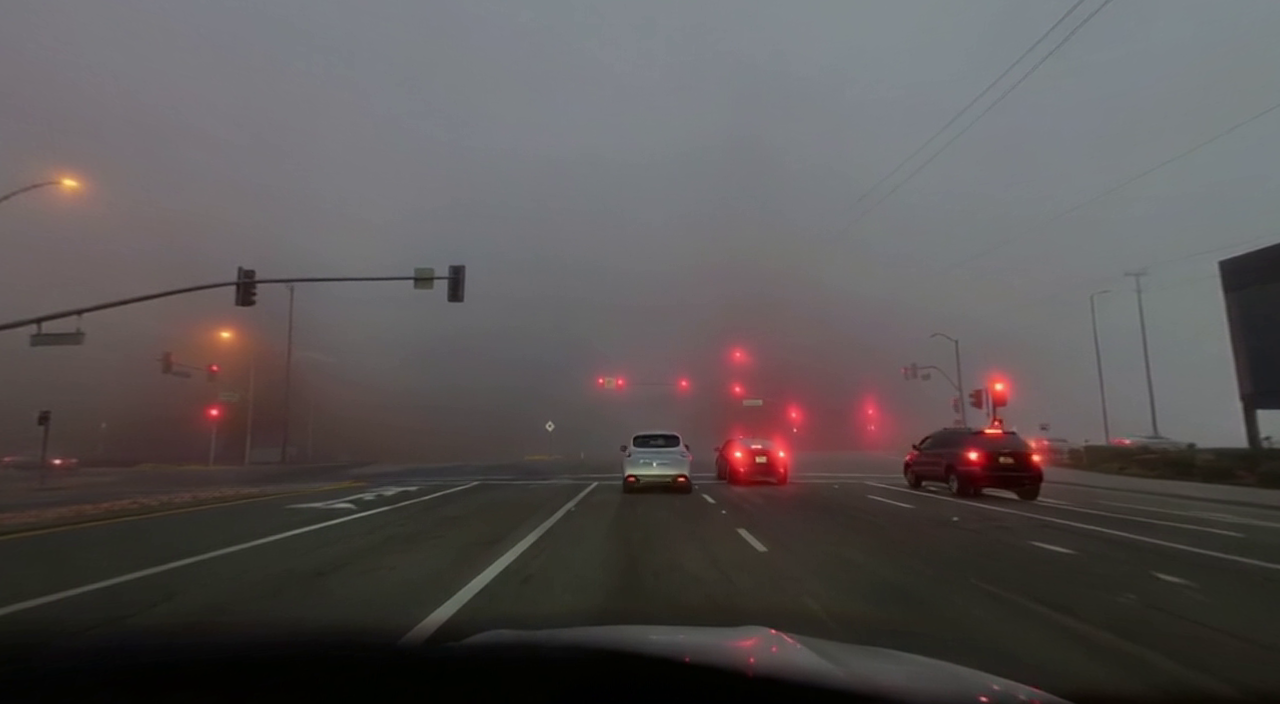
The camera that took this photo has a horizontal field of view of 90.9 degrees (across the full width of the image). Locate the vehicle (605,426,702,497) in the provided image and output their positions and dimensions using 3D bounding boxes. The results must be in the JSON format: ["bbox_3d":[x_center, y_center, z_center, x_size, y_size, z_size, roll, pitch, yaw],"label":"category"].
[{"bbox_3d":[0.273,2.734,16.108,2.099,1.516,4.681,0,-8,-1],"label":"vehicle"}]

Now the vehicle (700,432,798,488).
[{"bbox_3d":[2.999,3.092,18.327,1.994,1.436,4.169,0,-8,-2],"label":"vehicle"}]

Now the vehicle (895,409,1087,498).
[{"bbox_3d":[8.501,2.517,15.959,2.132,1.892,4.851,0,-8,2],"label":"vehicle"}]
